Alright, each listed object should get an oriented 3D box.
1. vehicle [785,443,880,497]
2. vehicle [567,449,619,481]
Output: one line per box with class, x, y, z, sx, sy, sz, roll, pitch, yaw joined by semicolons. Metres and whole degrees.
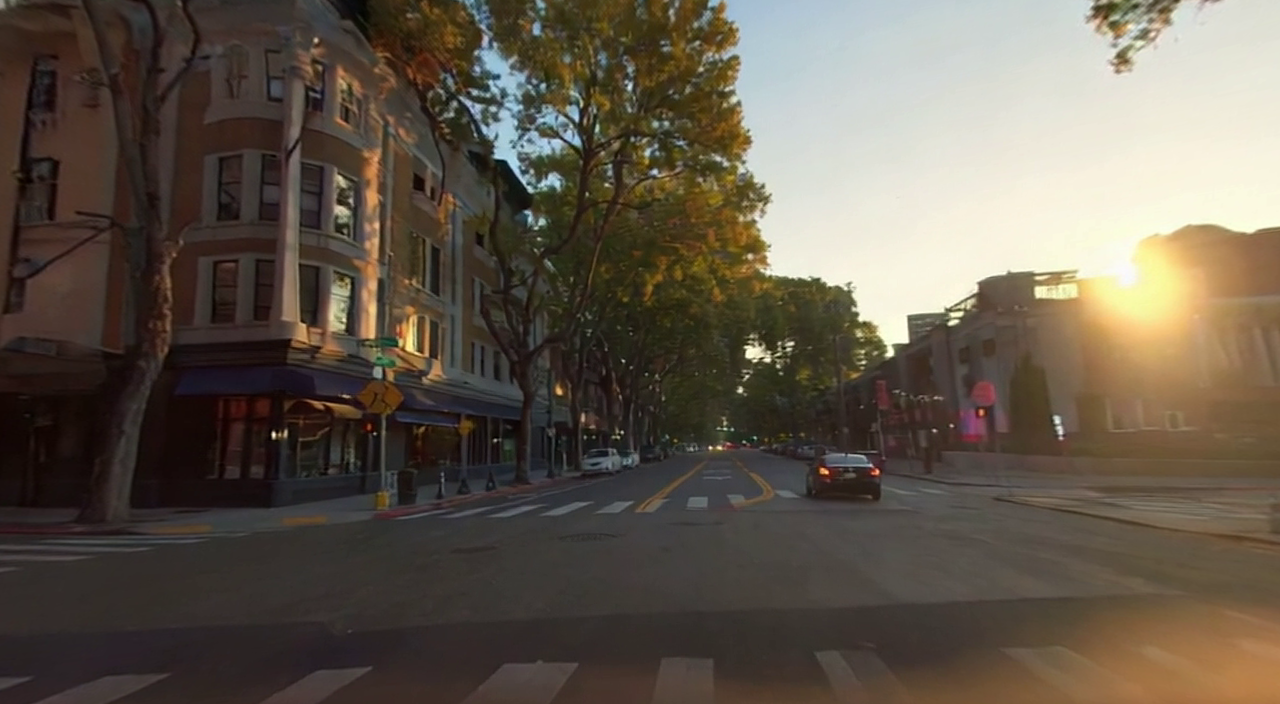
vehicle;5.788;3.570;19.500;2.014;1.474;4.090;-1;-8;6
vehicle;-2.505;6.176;34.883;2.127;1.533;4.547;-1;-8;5
